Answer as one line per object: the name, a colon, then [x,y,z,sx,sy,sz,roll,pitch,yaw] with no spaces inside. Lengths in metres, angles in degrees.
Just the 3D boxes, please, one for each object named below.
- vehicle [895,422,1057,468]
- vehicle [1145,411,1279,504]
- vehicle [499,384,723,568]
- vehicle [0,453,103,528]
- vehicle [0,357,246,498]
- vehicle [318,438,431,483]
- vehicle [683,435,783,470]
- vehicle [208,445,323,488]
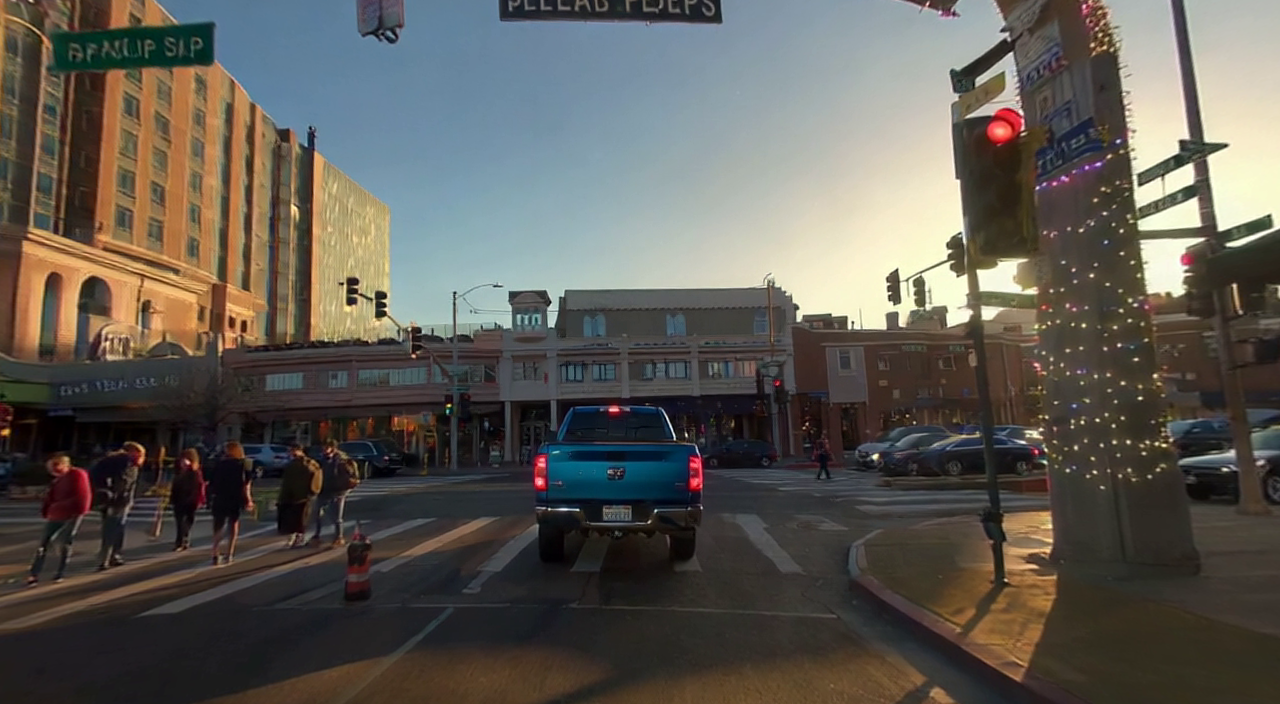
vehicle: [11.650,3.257,22.088,4.600,1.506,1.878,0,-9,-2]
vehicle: [13.065,2.024,12.456,4.082,1.613,2.211,-3,-12,-1]
vehicle: [-0.469,1.781,9.858,2.477,2.020,5.534,0,-8,-3]
vehicle: [-16.034,3.293,15.244,4.039,1.654,2.092,0,-8,-3]
vehicle: [-22.188,2.719,22.529,13.729,4.662,3.300,0,-9,0]
vehicle: [-13.134,5.370,31.376,4.799,1.909,2.011,-3,-7,3]
vehicle: [4.311,4.739,29.808,4.515,1.583,1.920,-1,-8,3]
vehicle: [-18.614,5.681,31.478,4.398,2.057,1.959,0,-8,-2]
